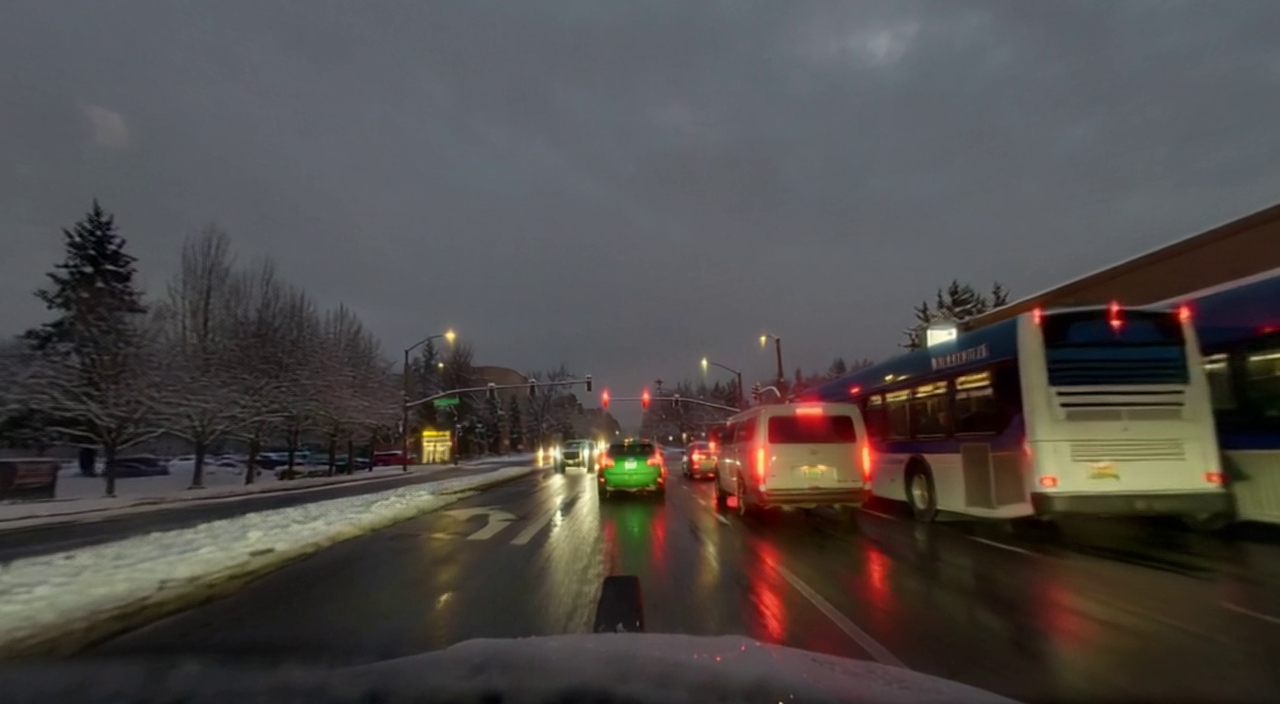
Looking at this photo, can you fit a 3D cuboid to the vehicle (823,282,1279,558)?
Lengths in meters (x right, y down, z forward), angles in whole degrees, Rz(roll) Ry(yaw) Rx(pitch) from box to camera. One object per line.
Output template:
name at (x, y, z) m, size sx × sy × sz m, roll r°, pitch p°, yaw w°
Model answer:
vehicle at (6.350, 1.426, 12.065) m, size 2.879 × 3.318 × 8.881 m, roll 0°, pitch -8°, yaw -1°

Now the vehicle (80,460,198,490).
vehicle at (-28.352, 6.952, 35.948) m, size 4.881 × 1.458 × 1.914 m, roll 4°, pitch -10°, yaw -27°

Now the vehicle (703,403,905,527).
vehicle at (2.915, 2.246, 13.117) m, size 2.490 × 1.951 × 5.931 m, roll 0°, pitch -9°, yaw -1°

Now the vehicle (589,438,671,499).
vehicle at (-0.282, 3.237, 17.924) m, size 2.071 × 1.525 × 3.723 m, roll 0°, pitch -9°, yaw -1°

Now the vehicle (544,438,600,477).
vehicle at (-3.194, 5.080, 30.600) m, size 2.180 × 1.708 × 4.397 m, roll 0°, pitch -9°, yaw 0°

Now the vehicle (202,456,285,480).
vehicle at (-27.940, 8.163, 44.647) m, size 4.800 × 1.461 × 1.831 m, roll 5°, pitch -10°, yaw -32°

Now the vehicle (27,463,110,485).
vehicle at (-41.254, 8.827, 45.644) m, size 4.357 × 1.470 × 1.808 m, roll -1°, pitch -9°, yaw 4°
